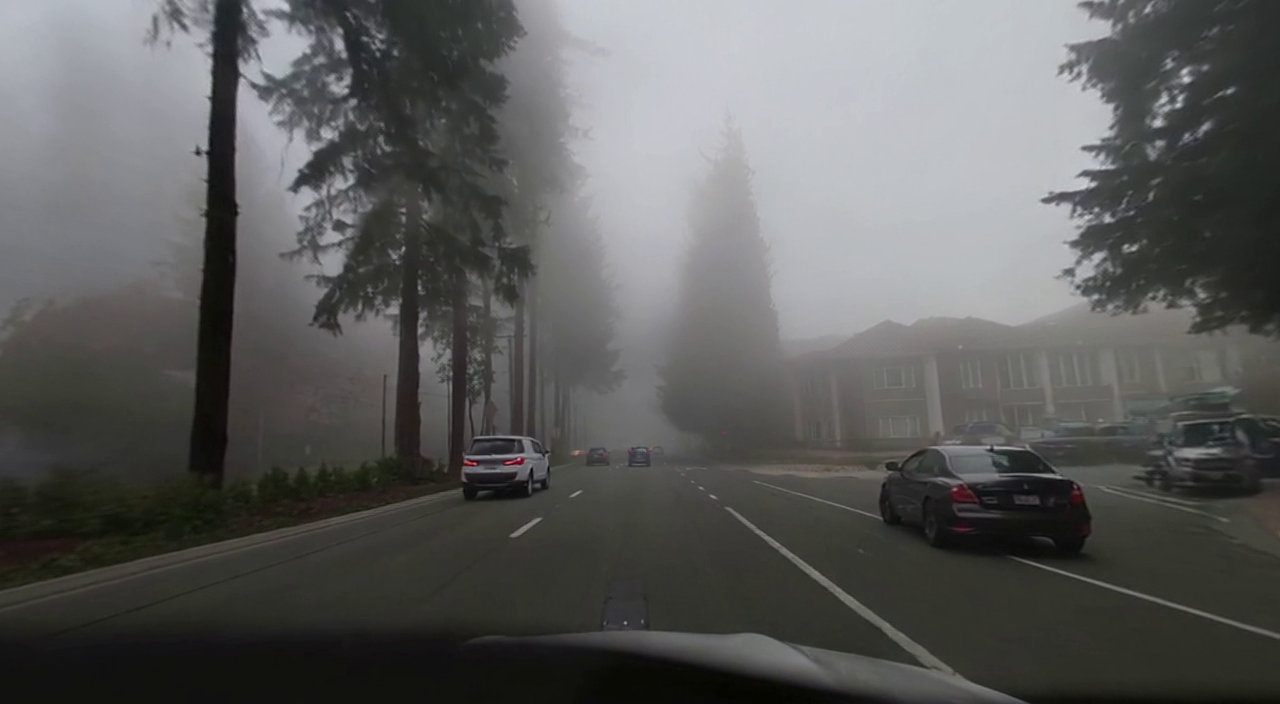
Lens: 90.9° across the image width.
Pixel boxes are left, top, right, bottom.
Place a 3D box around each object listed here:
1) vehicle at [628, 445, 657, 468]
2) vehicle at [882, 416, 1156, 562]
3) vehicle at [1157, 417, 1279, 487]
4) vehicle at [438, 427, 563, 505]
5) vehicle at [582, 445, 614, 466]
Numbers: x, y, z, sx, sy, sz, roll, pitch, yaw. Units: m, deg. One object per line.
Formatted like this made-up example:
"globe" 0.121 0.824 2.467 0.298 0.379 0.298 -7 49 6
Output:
"vehicle" 0.230 7.318 44.198 1.940 1.501 4.133 0 -8 1
"vehicle" 5.071 1.853 9.297 1.969 1.593 4.293 -2 -9 10
"vehicle" 16.088 2.564 16.313 4.735 1.597 1.950 3 -9 -21
"vehicle" -3.611 3.057 17.424 2.216 1.828 4.886 0 -8 2
"vehicle" -3.228 8.124 49.637 2.091 1.548 4.604 0 -8 2
